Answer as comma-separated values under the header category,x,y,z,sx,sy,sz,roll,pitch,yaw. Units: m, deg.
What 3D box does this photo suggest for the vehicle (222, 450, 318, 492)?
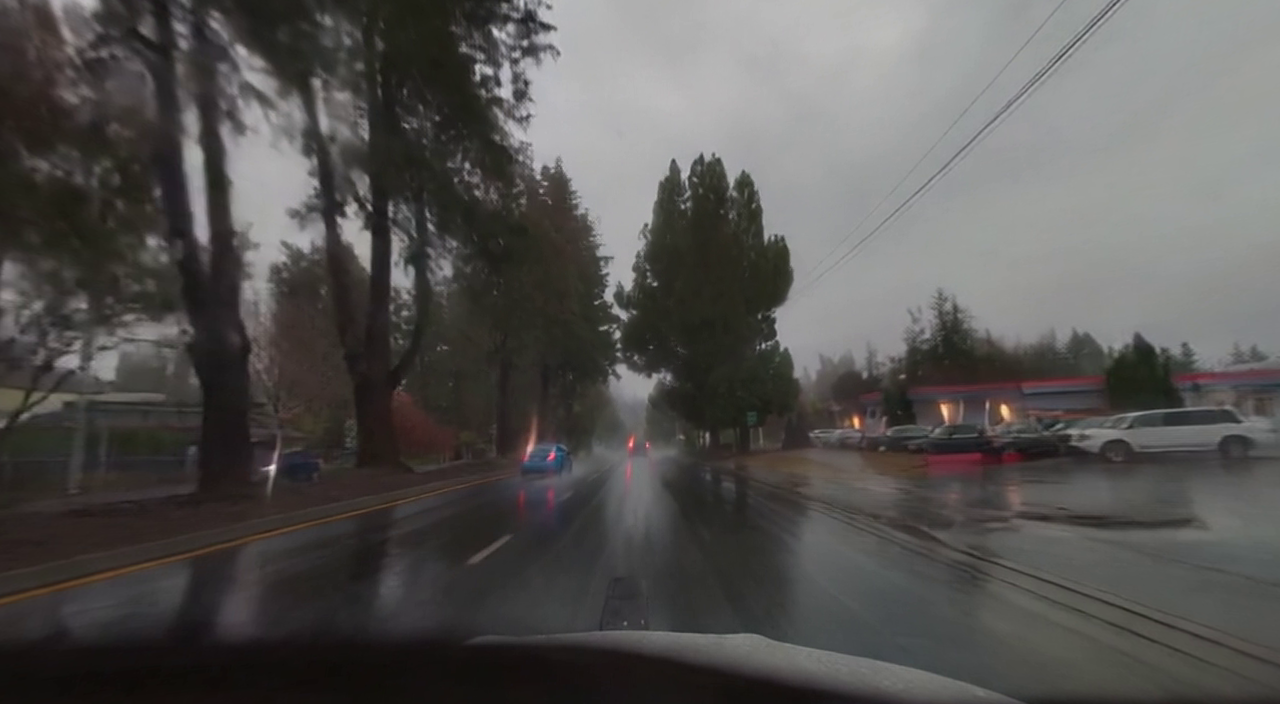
category,x,y,z,sx,sy,sz,roll,pitch,yaw
vehicle,-15.692,5.055,27.005,1.783,1.610,3.836,0,-8,-1

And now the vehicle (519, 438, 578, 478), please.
category,x,y,z,sx,sy,sz,roll,pitch,yaw
vehicle,-4.024,4.721,28.359,1.914,1.630,4.351,0,-8,1
